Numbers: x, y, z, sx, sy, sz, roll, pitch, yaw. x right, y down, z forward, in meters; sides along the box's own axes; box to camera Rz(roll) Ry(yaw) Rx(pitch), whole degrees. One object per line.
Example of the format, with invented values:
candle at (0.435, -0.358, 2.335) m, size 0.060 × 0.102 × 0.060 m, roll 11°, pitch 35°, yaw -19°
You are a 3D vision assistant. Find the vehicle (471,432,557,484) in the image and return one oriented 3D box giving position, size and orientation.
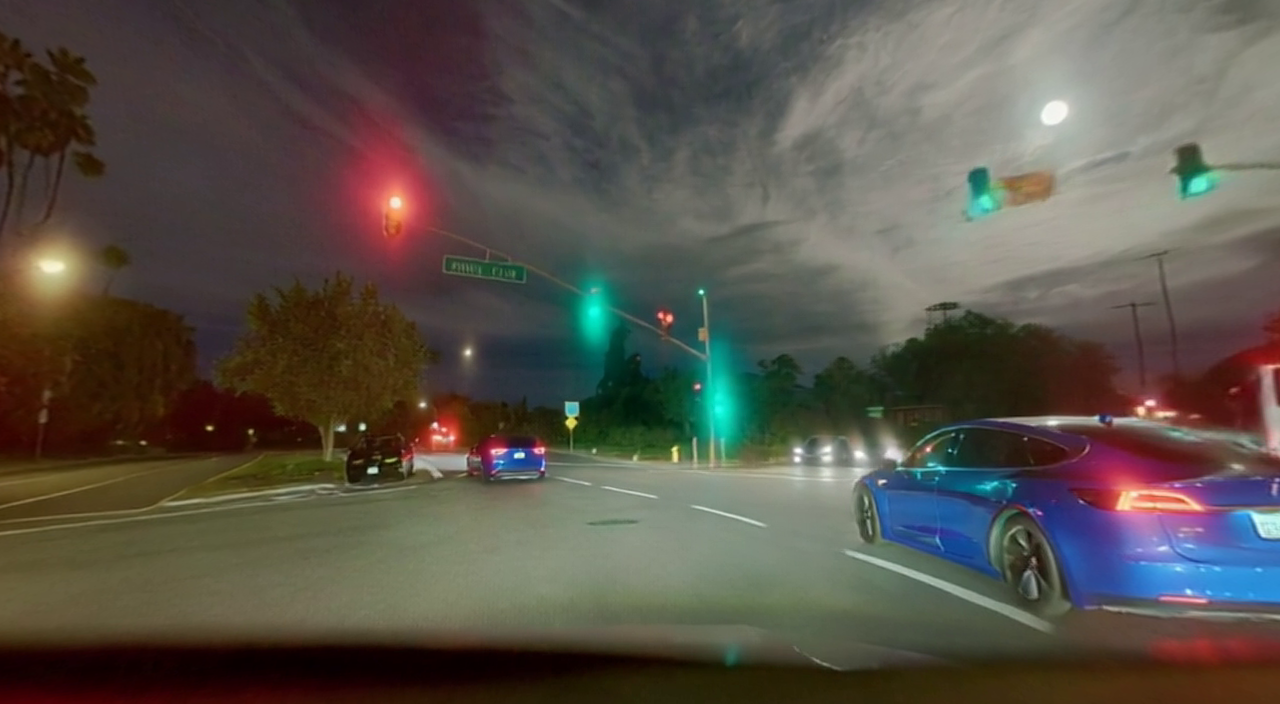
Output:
vehicle at (-4.813, 3.895, 23.530) m, size 2.341 × 1.709 × 4.466 m, roll 3°, pitch -9°, yaw -21°

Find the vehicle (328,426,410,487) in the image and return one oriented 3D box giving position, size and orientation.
vehicle at (-9.796, 3.665, 22.595) m, size 2.283 × 1.878 × 5.384 m, roll 4°, pitch -9°, yaw -26°

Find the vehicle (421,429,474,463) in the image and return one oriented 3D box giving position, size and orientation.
vehicle at (-11.810, 5.693, 38.480) m, size 2.272 × 1.891 × 4.562 m, roll 4°, pitch -9°, yaw -26°

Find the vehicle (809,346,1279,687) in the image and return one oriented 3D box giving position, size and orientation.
vehicle at (3.542, 1.229, 6.018) m, size 2.205 × 1.803 × 5.135 m, roll 1°, pitch -8°, yaw -3°
